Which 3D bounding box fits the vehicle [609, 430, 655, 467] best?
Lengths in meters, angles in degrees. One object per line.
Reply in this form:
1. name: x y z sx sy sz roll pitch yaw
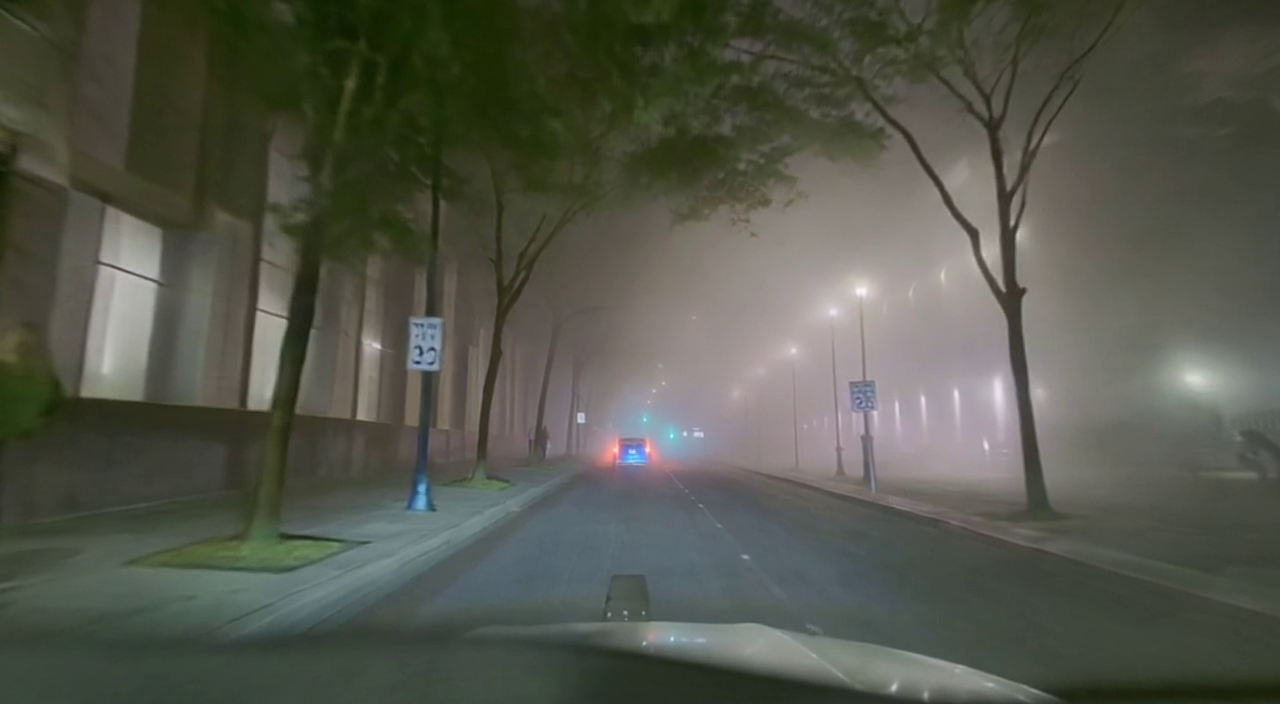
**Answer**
1. vehicle: -0.378 4.593 29.961 2.079 1.621 3.861 0 -8 -1
